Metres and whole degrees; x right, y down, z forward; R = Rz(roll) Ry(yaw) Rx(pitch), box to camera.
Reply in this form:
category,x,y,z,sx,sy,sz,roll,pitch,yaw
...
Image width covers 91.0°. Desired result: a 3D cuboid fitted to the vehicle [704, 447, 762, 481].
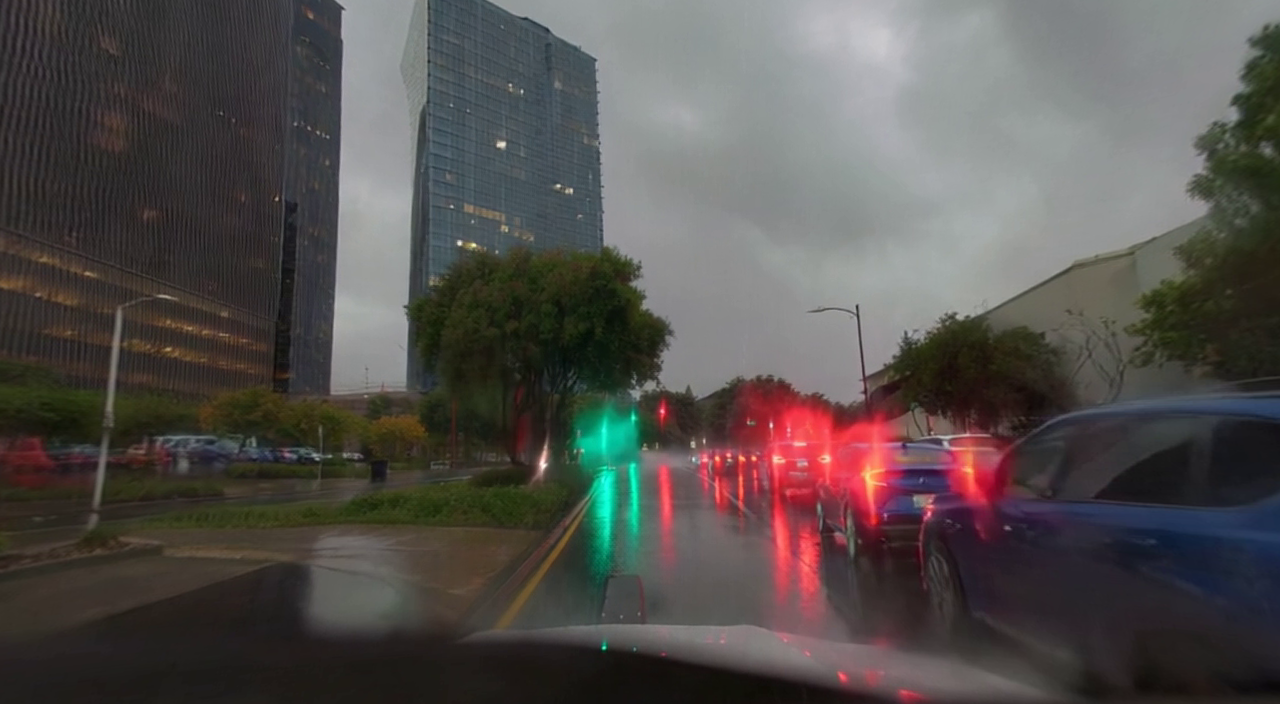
category,x,y,z,sx,sy,sz,roll,pitch,yaw
vehicle,4.458,5.421,30.794,2.183,1.553,3.923,0,-9,-1

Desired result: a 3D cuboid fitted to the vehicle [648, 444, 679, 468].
category,x,y,z,sx,sy,sz,roll,pitch,yaw
vehicle,1.863,7.918,48.173,2.121,1.728,4.161,-1,-9,6

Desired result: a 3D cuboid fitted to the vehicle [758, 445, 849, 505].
category,x,y,z,sx,sy,sz,roll,pitch,yaw
vehicle,4.936,3.720,19.717,2.089,1.609,4.922,-1,-9,7

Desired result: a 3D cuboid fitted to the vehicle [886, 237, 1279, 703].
category,x,y,z,sx,sy,sz,roll,pitch,yaw
vehicle,2.474,0.795,2.168,2.092,1.703,4.870,-2,-9,11
